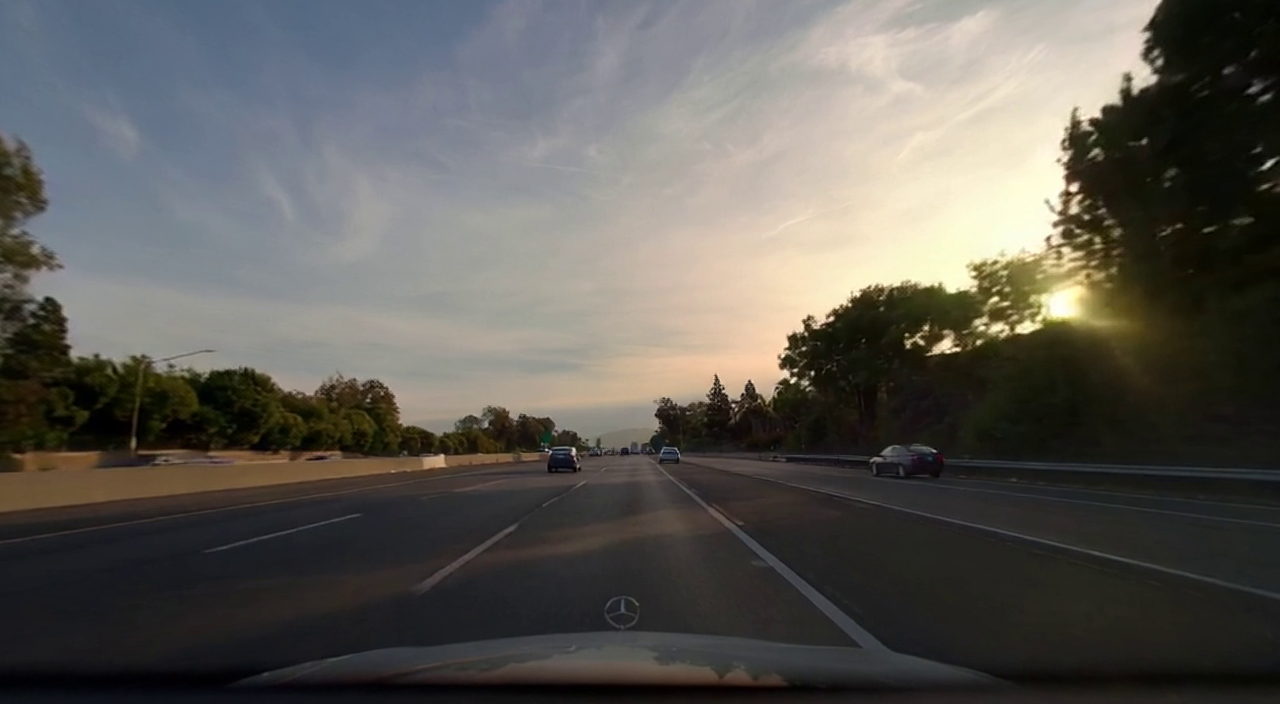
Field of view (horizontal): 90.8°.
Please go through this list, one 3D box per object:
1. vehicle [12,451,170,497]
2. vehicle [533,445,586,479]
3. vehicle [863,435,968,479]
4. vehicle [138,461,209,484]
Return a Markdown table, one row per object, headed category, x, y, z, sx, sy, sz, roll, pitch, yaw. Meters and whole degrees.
| category | x | y | z | sx | sy | sz | roll | pitch | yaw |
| --- | --- | --- | --- | --- | --- | --- | --- | --- | --- |
| vehicle | -20.070 | 4.441 | 23.414 | 1.833 | 1.519 | 4.471 | 0 | -9 | 0 |
| vehicle | -3.889 | 5.383 | 31.196 | 2.052 | 1.510 | 4.301 | 0 | -9 | 0 |
| vehicle | 12.287 | 4.728 | 28.656 | 2.344 | 1.783 | 5.196 | 0 | -9 | -1 |
| vehicle | -34.780 | 8.971 | 47.282 | 1.790 | 1.457 | 4.736 | 0 | -9 | -1 |
